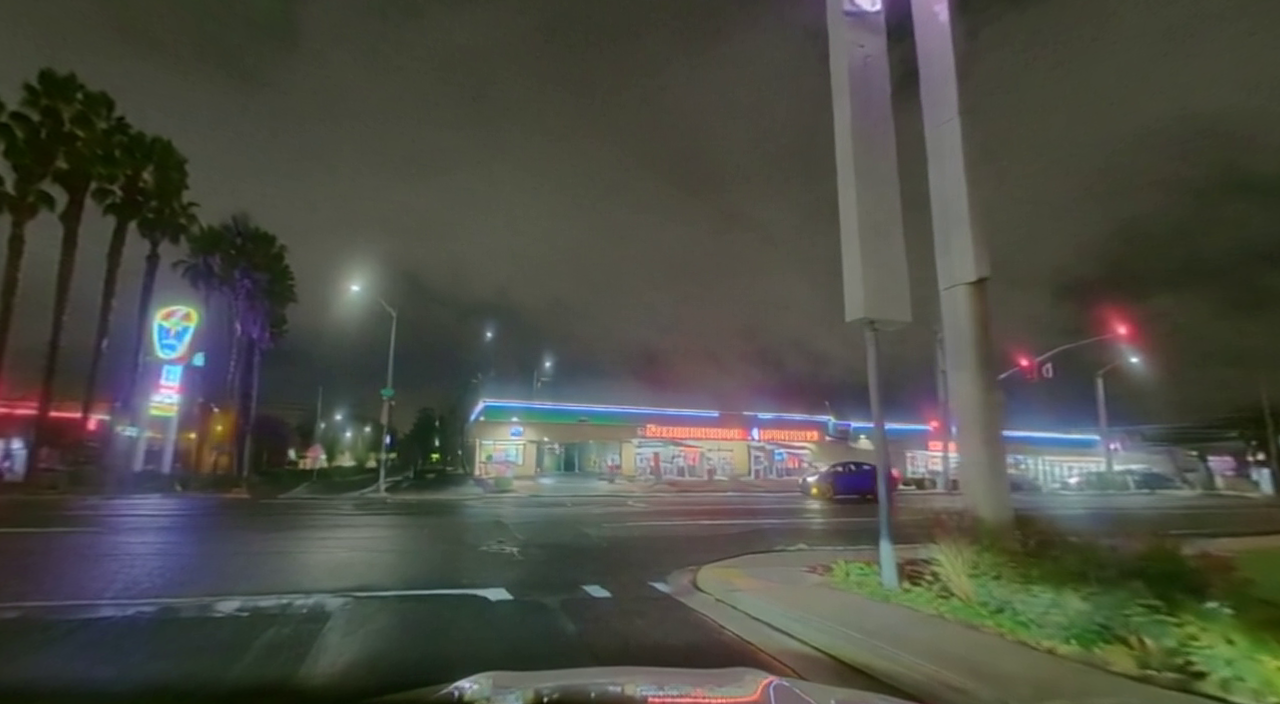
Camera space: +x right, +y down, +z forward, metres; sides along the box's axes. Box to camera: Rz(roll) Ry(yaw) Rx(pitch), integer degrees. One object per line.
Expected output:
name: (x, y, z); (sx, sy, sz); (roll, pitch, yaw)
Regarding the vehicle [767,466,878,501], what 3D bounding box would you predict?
vehicle: (8.389, 6.029, 29.122); (4.570, 1.480, 1.873); (3, -9, -16)
